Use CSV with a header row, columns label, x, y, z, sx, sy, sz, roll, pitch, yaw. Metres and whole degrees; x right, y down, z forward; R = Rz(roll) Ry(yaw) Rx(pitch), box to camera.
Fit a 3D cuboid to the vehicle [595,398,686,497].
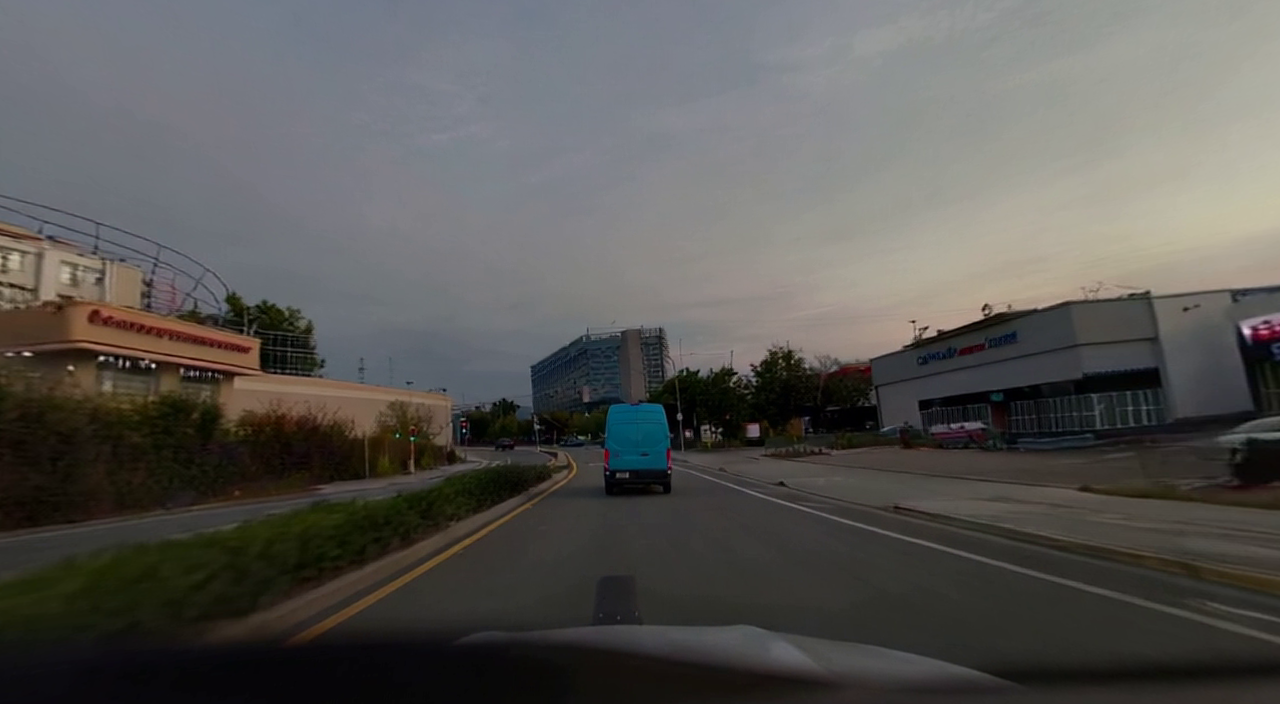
label,x,y,z,sx,sy,sz,roll,pitch,yaw
vehicle,-0.089,2.990,19.742,2.432,2.624,5.670,0,-8,-2
